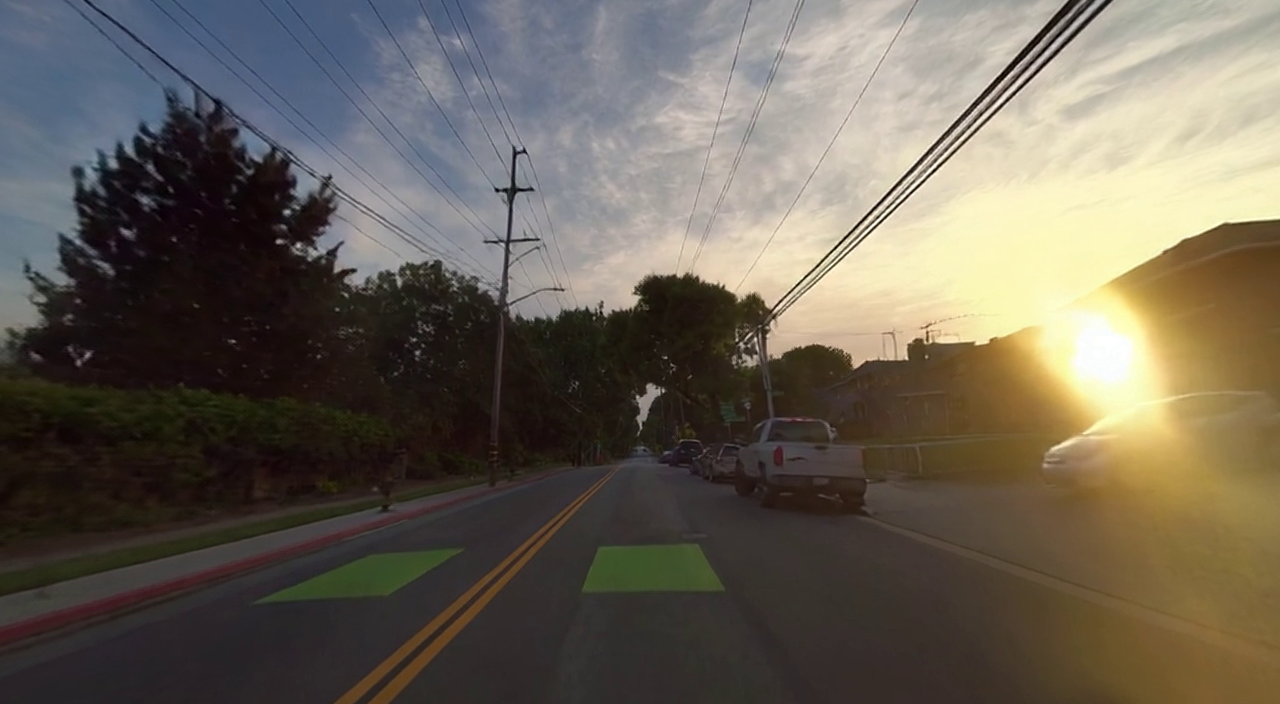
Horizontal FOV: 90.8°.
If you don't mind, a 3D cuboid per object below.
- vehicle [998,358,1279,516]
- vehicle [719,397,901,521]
[{"bbox_3d":[8.682,1.276,10.172,4.418,1.648,2.017,-11,-8,-2],"label":"vehicle"},{"bbox_3d":[3.224,2.227,13.576,2.347,2.070,5.735,0,-9,0],"label":"vehicle"}]
